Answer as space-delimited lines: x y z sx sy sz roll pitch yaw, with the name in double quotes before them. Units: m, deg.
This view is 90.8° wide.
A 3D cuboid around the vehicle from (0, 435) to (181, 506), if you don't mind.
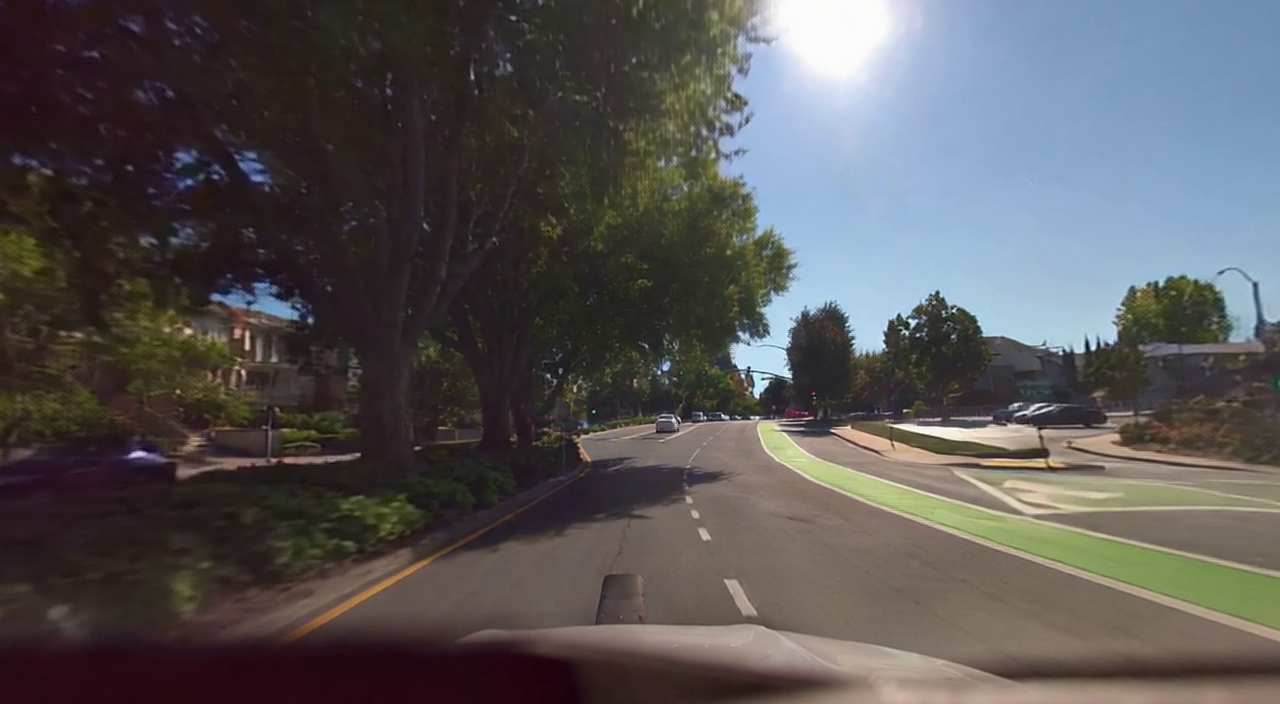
"vehicle" -14.202 2.917 15.884 1.903 1.504 4.346 -3 -9 3
